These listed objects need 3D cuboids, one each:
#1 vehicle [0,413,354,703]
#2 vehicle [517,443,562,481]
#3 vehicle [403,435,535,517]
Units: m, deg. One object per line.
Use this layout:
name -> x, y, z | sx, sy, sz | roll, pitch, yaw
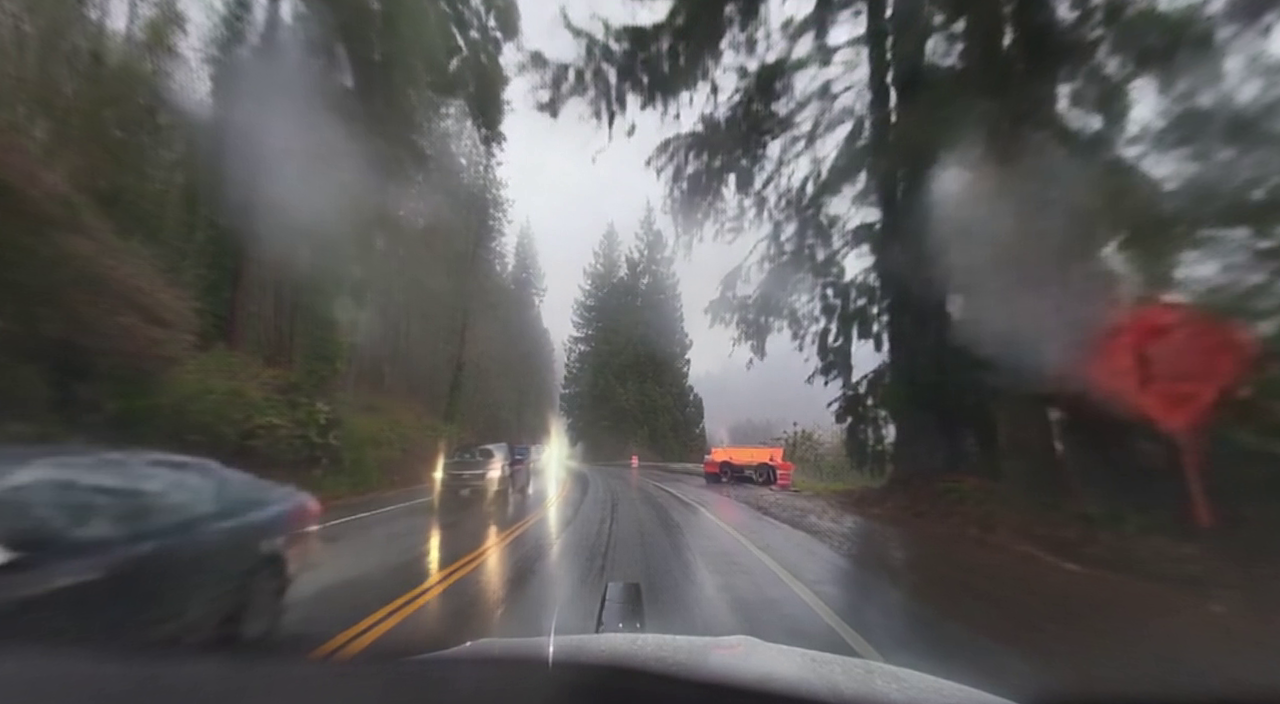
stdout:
vehicle -> -3.079, 0.980, 2.413 | 2.032, 1.444, 4.164 | 0, -8, 0
vehicle -> -5.060, 5.573, 32.392 | 2.057, 1.792, 4.457 | 1, -9, -7
vehicle -> -4.036, 3.000, 15.904 | 2.177, 1.721, 4.794 | 1, -8, -3
